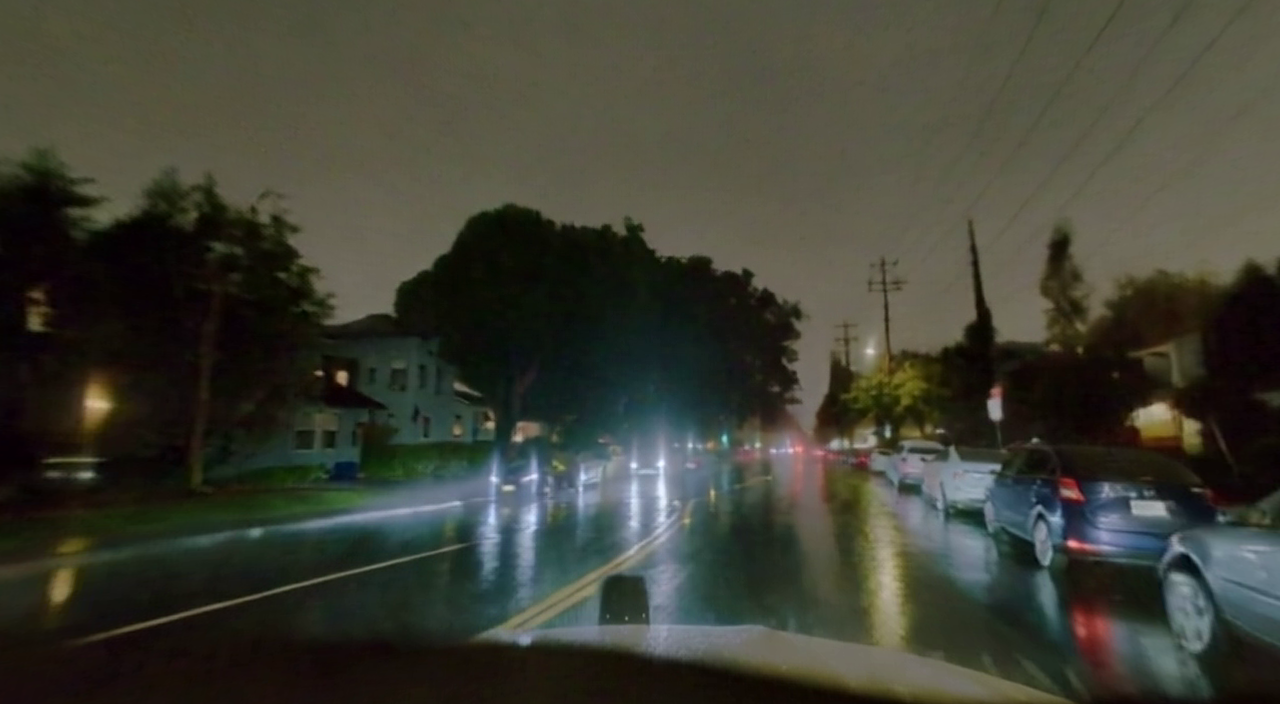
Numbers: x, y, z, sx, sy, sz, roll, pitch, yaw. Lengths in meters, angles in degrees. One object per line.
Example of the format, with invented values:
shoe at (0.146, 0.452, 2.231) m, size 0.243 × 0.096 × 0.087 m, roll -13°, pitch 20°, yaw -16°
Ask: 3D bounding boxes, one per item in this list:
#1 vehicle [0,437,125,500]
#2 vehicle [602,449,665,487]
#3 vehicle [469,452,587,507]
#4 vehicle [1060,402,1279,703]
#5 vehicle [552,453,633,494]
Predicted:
vehicle at (-17.450, 3.241, 17.844) m, size 4.554 × 1.595 × 2.028 m, roll -2°, pitch -9°, yaw 15°
vehicle at (-0.241, 5.789, 31.757) m, size 1.973 × 1.755 × 4.528 m, roll -3°, pitch -9°, yaw 15°
vehicle at (-3.397, 3.981, 20.143) m, size 1.963 × 1.470 × 4.671 m, roll -3°, pitch -9°, yaw 13°
vehicle at (4.126, 1.076, 2.879) m, size 2.315 × 1.668 × 4.425 m, roll -2°, pitch -9°, yaw 16°
vehicle at (-1.842, 4.952, 26.039) m, size 1.948 × 1.477 × 4.518 m, roll -4°, pitch -9°, yaw 14°
